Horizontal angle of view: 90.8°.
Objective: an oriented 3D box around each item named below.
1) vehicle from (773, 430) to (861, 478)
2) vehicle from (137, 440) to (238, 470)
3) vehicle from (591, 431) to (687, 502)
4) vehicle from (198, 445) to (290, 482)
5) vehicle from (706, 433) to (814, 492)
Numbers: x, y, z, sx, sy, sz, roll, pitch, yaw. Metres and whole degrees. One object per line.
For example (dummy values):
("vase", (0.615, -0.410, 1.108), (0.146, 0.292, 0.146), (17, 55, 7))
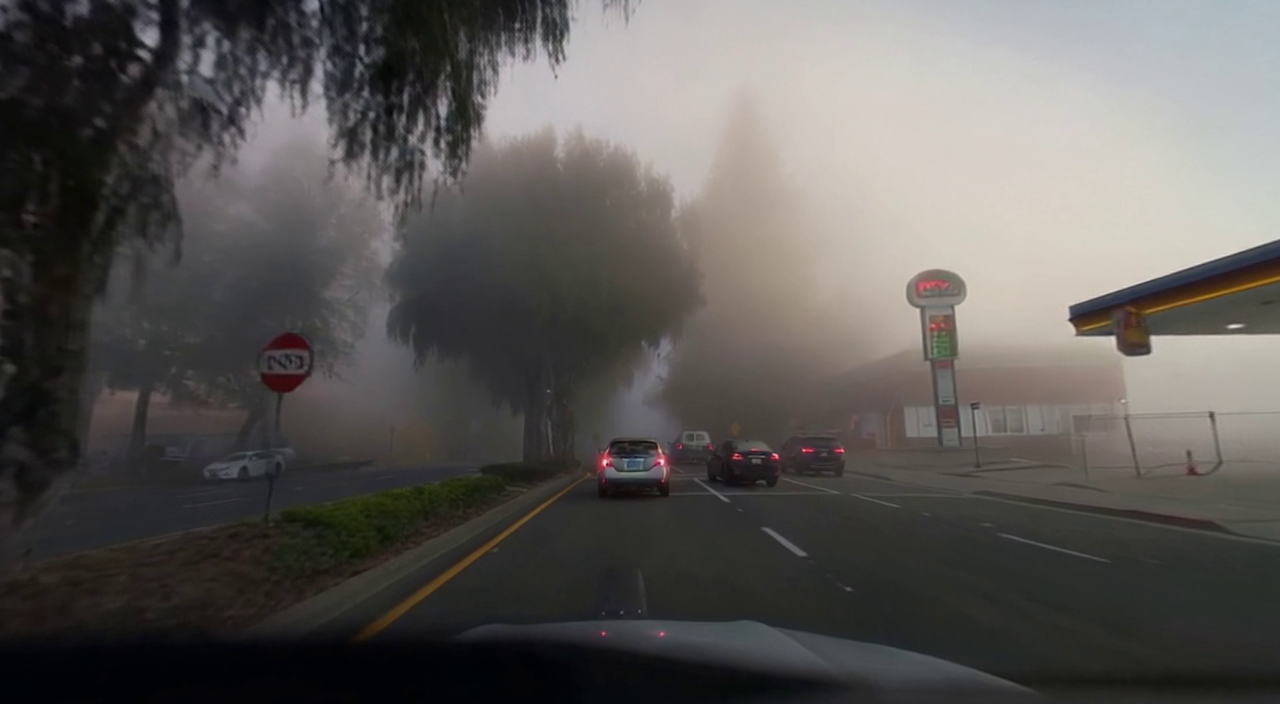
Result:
("vehicle", (7.136, 4.182, 26.129), (2.117, 1.757, 4.969), (0, -8, -1))
("vehicle", (-28.163, 6.401, 39.447), (4.699, 1.775, 2.007), (0, -9, 1))
("vehicle", (-0.012, 2.730, 15.384), (2.052, 1.488, 3.779), (0, -8, 0))
("vehicle", (-19.320, 5.430, 31.077), (1.903, 1.706, 3.994), (0, -8, 0))
("vehicle", (3.296, 3.162, 18.432), (2.124, 1.476, 4.730), (0, -8, -1))
